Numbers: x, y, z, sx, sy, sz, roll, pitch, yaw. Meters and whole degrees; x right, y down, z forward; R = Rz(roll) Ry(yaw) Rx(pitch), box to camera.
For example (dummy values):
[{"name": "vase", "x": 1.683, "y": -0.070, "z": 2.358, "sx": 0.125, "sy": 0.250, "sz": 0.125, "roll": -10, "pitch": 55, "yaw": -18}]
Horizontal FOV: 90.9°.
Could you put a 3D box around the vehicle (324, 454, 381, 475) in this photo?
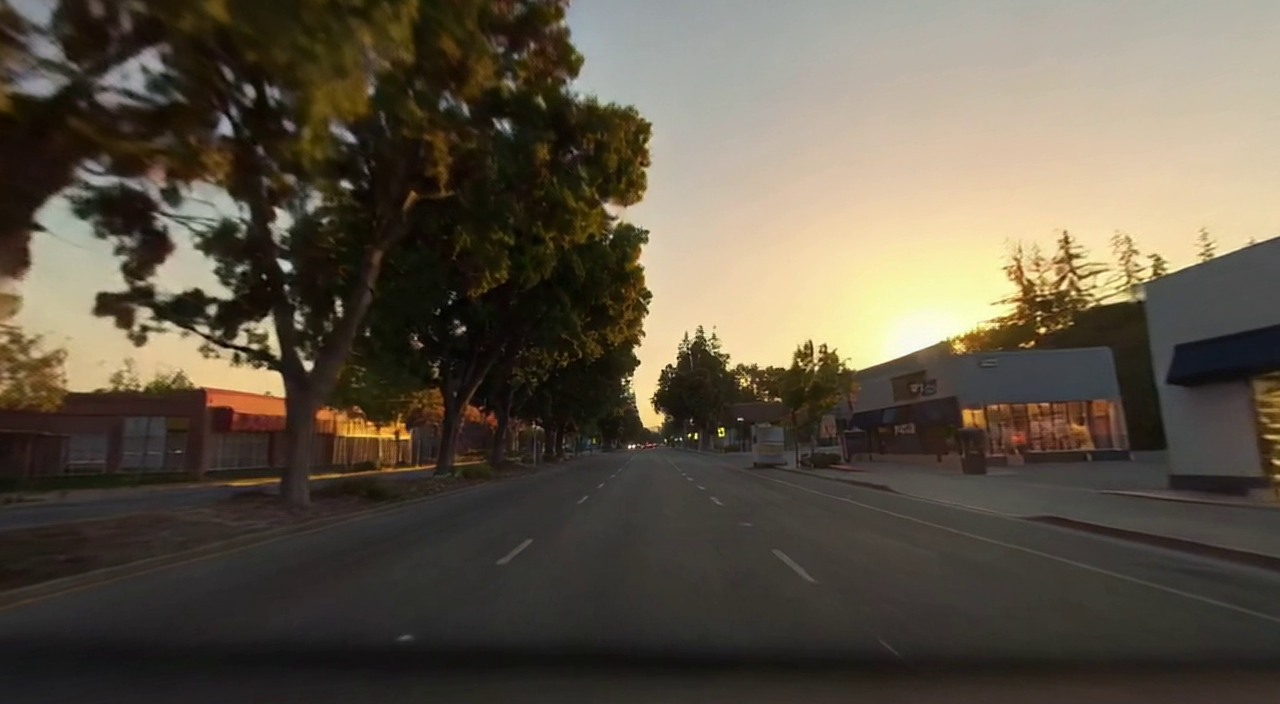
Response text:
[{"name": "vehicle", "x": -22.099, "y": 8.646, "z": 48.653, "sx": 2.135, "sy": 1.467, "sz": 4.653, "roll": -1, "pitch": -8, "yaw": 2}]
